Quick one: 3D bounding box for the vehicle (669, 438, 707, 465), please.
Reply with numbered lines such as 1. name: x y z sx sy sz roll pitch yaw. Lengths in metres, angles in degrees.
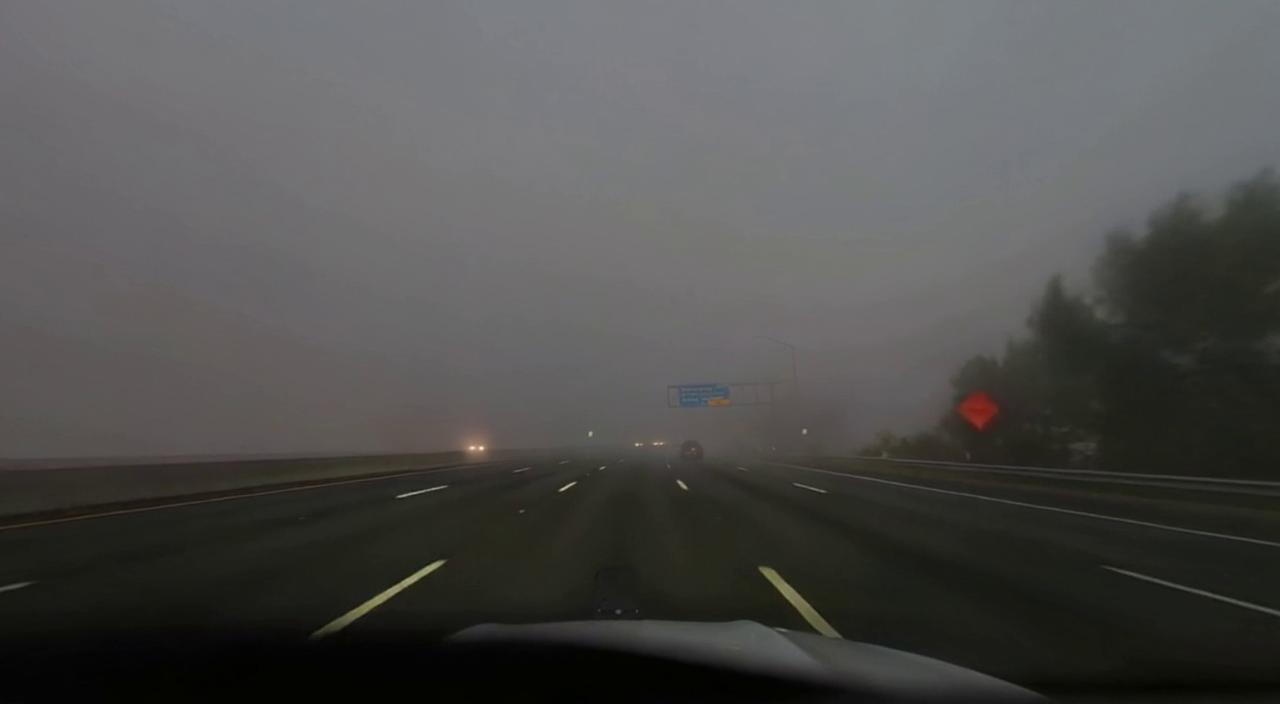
1. vehicle: 3.231 6.828 43.447 2.224 1.738 4.376 0 -8 0
